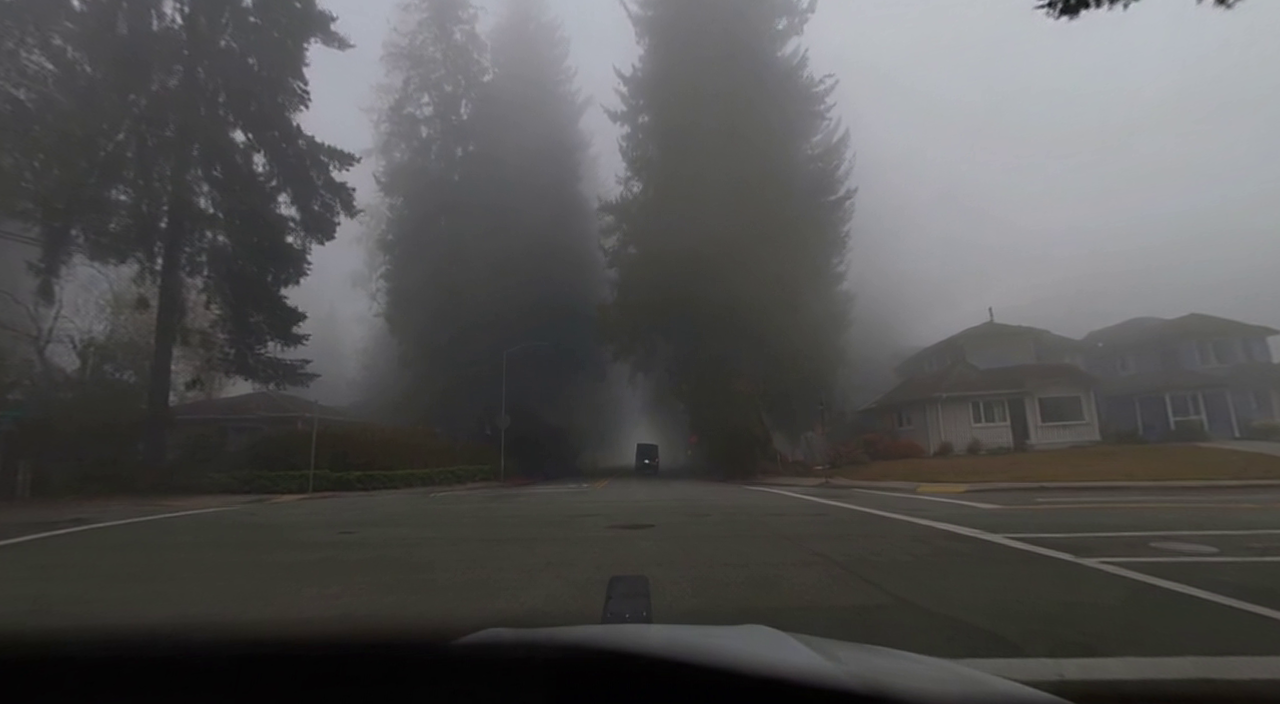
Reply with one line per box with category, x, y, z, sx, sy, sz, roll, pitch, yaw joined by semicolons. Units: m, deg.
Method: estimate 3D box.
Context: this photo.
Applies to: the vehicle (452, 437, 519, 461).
vehicle;-11.736;7.397;48.065;4.622;1.782;1.836;0;-9;1
